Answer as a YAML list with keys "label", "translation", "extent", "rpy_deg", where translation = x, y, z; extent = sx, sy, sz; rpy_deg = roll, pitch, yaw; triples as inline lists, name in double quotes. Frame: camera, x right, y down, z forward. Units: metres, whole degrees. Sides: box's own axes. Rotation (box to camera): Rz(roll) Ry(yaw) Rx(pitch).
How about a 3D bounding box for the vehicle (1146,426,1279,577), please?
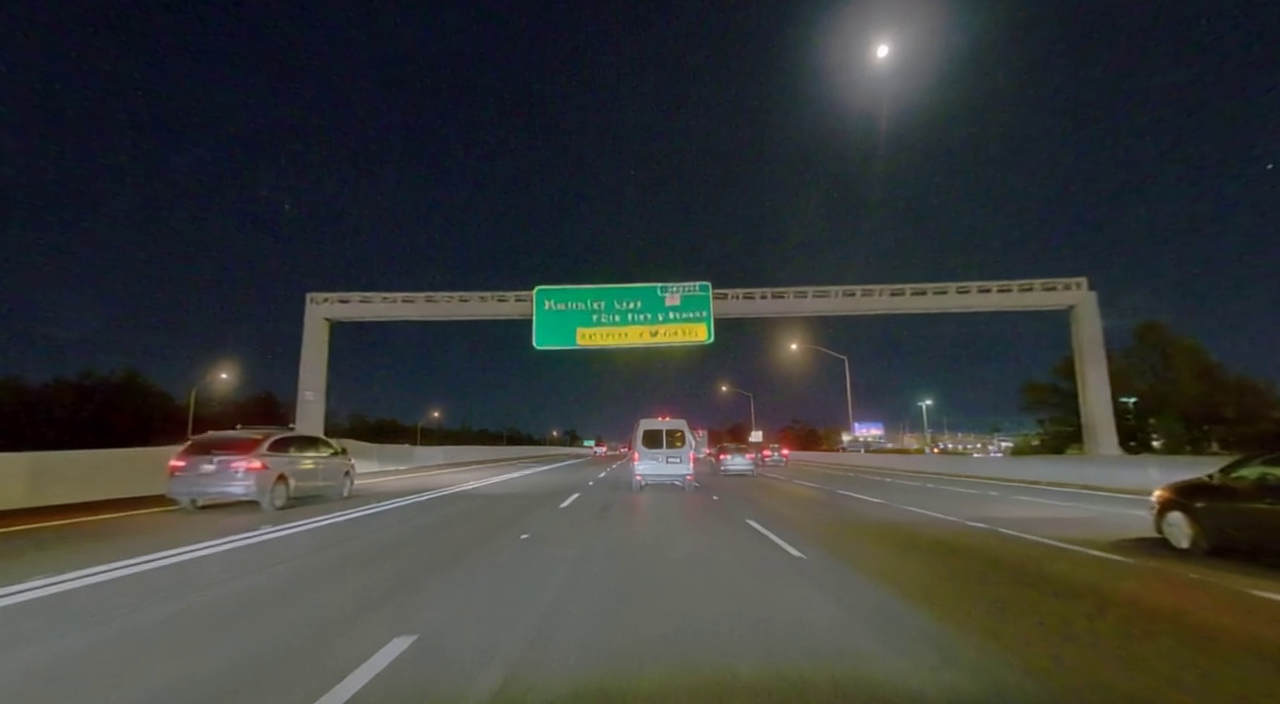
- label: "vehicle"
  translation: [7.471, 1.422, 5.730]
  extent: [2.016, 1.507, 4.474]
  rpy_deg: [0, -9, 0]

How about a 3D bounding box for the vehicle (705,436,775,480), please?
- label: "vehicle"
  translation: [4.052, 4.379, 26.267]
  extent: [2.146, 1.678, 4.489]
  rpy_deg: [0, -9, -1]

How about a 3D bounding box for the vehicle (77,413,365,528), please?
- label: "vehicle"
  translation: [-7.599, 2.210, 12.308]
  extent: [2.192, 1.776, 4.957]
  rpy_deg: [0, -9, 0]

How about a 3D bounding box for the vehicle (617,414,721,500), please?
- label: "vehicle"
  translation: [0.646, 2.884, 17.588]
  extent: [2.509, 2.062, 4.639]
  rpy_deg: [0, -9, -1]
